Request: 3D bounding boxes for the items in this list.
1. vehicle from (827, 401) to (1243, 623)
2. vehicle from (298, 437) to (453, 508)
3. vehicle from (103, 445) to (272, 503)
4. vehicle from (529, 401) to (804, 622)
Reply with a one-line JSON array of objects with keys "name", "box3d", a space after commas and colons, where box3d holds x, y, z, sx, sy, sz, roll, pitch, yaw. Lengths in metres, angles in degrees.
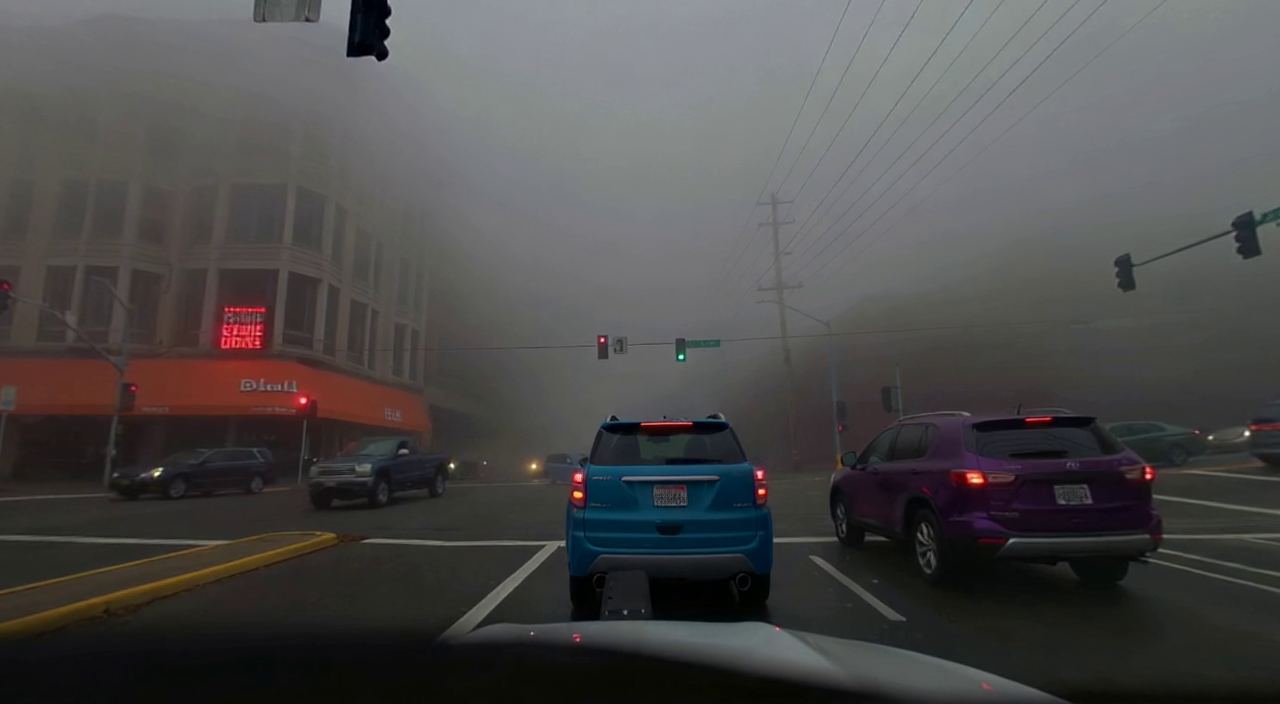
[{"name": "vehicle", "box3d": [3.615, 1.519, 6.948, 1.976, 1.664, 4.189, -1, -8, 2]}, {"name": "vehicle", "box3d": [-7.502, 3.451, 18.631, 2.176, 1.766, 5.042, -1, -8, 3]}, {"name": "vehicle", "box3d": [-14.398, 3.854, 20.476, 1.931, 1.633, 4.544, -1, -8, 3]}, {"name": "vehicle", "box3d": [0.254, 1.505, 6.818, 2.098, 1.682, 3.778, 0, -8, 2]}]
